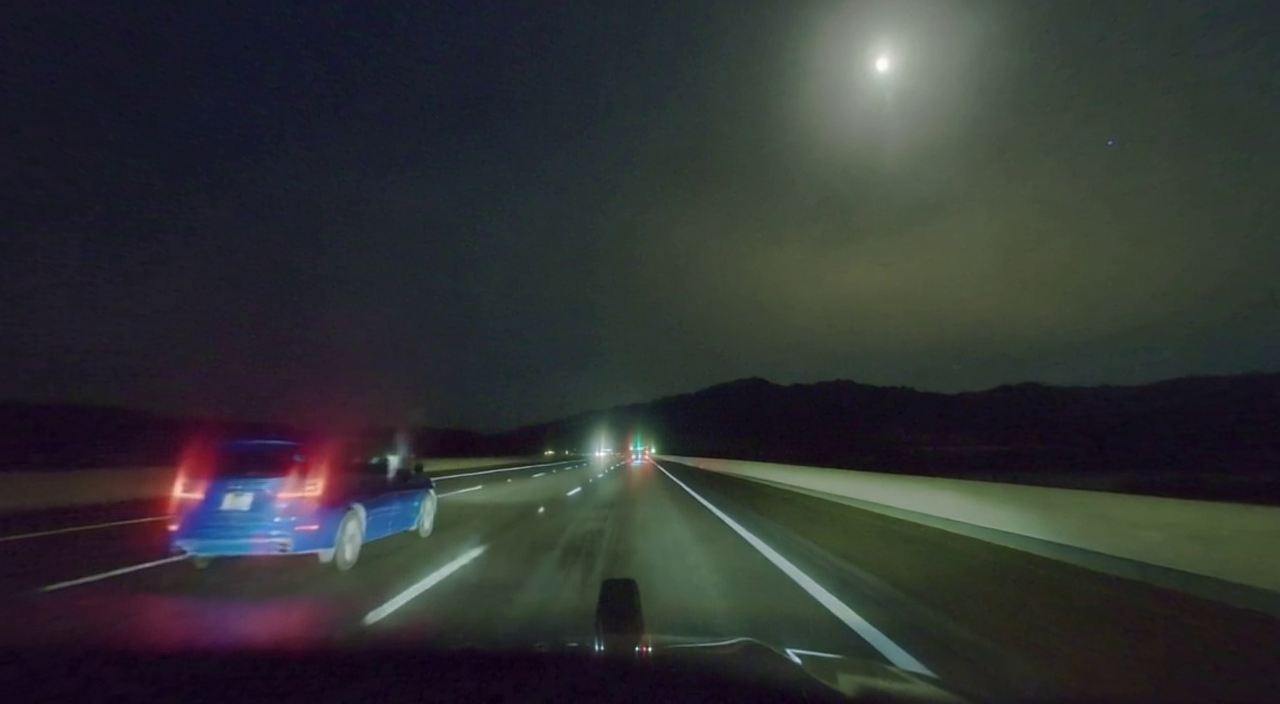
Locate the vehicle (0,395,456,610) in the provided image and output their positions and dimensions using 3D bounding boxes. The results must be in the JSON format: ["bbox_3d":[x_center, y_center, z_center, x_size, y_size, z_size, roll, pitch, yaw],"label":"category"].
[{"bbox_3d":[-4.193,1.623,7.803,2.272,1.759,5.058,0,-9,0],"label":"vehicle"}]
